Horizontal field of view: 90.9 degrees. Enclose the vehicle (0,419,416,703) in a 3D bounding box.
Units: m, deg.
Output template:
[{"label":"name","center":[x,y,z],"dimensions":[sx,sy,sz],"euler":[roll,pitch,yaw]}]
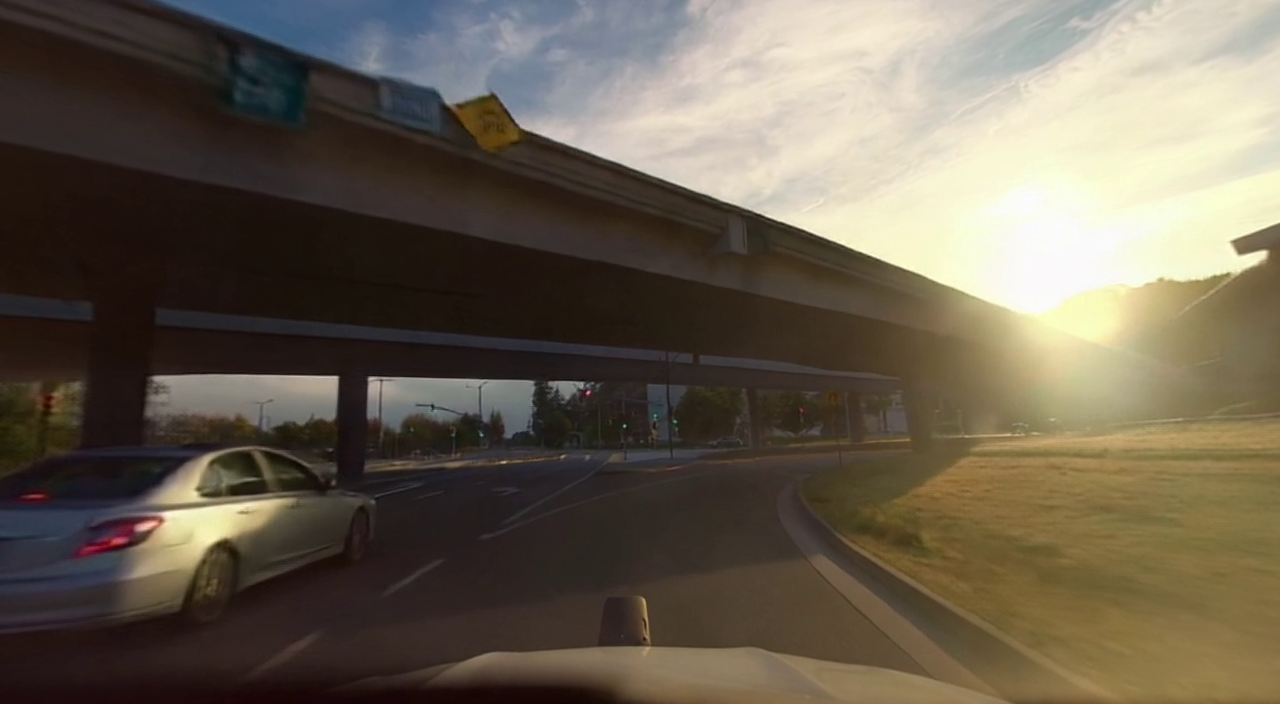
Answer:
[{"label":"vehicle","center":[-3.789,1.448,5.632],"dimensions":[1.963,1.460,4.614],"euler":[0,-9,-1]}]
